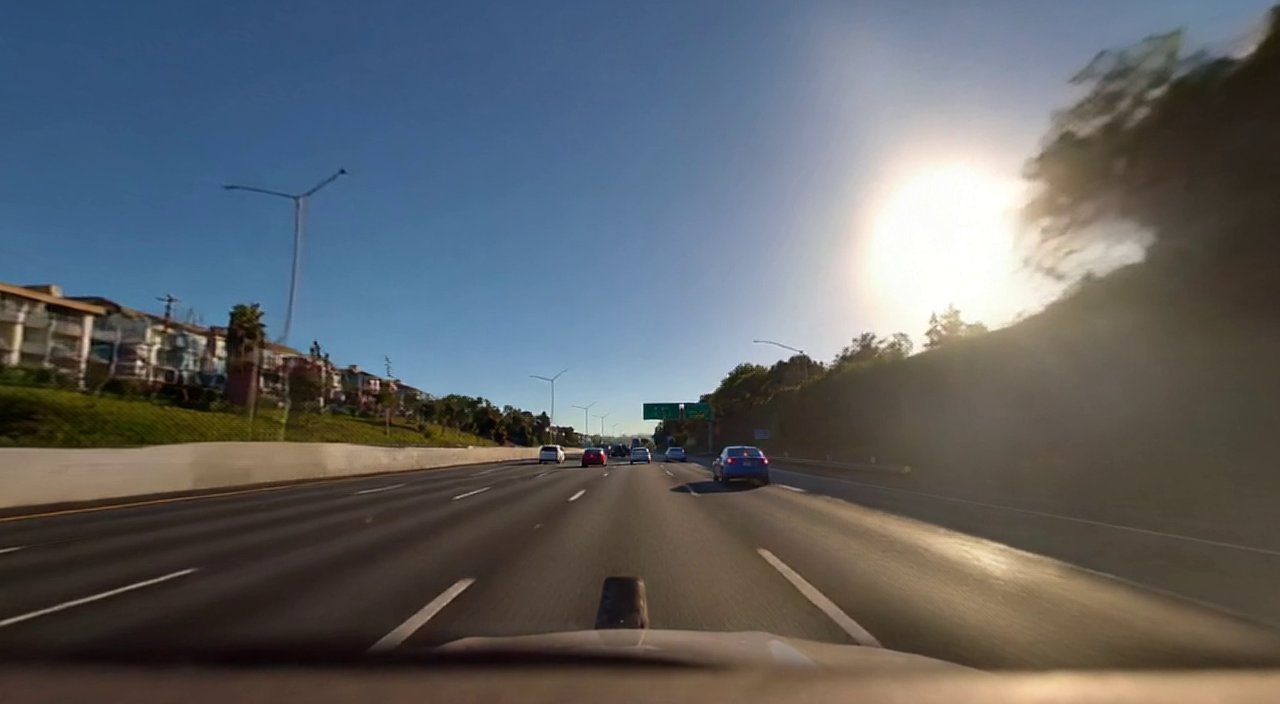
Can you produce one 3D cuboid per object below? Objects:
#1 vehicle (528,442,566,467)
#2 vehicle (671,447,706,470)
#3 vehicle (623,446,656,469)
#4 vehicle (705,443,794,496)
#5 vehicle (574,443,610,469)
[{"bbox_3d":[-6.763,7.528,46.233,2.112,1.721,4.381,0,-9,0],"label":"vehicle"},{"bbox_3d":[3.283,7.259,43.120,2.036,1.517,4.256,0,-9,-1],"label":"vehicle"},{"bbox_3d":[-0.051,7.206,43.220,2.166,1.496,4.158,0,-9,0],"label":"vehicle"},{"bbox_3d":[3.416,3.763,20.608,2.077,1.527,4.553,0,-9,0],"label":"vehicle"},{"bbox_3d":[-3.221,7.076,42.969,2.091,1.664,4.157,0,-9,0],"label":"vehicle"}]
